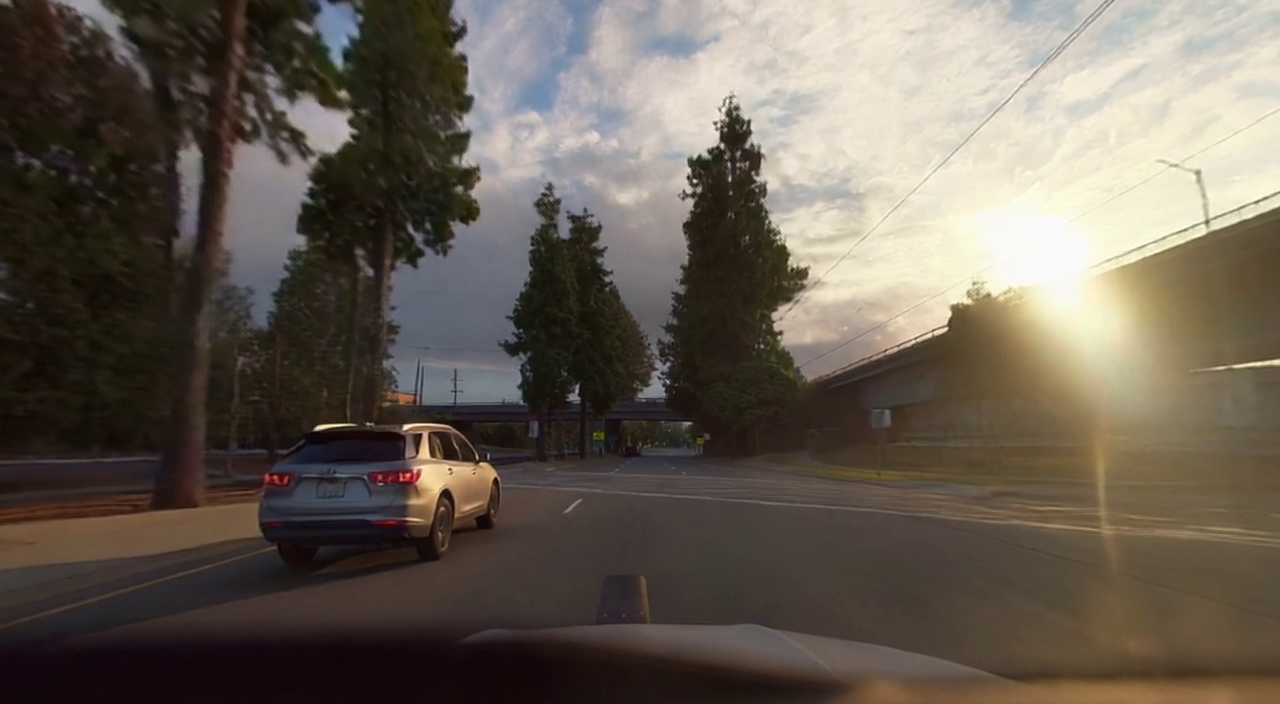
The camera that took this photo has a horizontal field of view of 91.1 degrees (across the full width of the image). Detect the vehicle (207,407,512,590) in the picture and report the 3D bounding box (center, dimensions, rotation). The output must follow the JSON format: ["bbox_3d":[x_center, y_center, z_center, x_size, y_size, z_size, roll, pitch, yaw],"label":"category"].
[{"bbox_3d":[-3.093,1.702,8.139,1.882,1.704,4.335,0,-8,1],"label":"vehicle"}]
